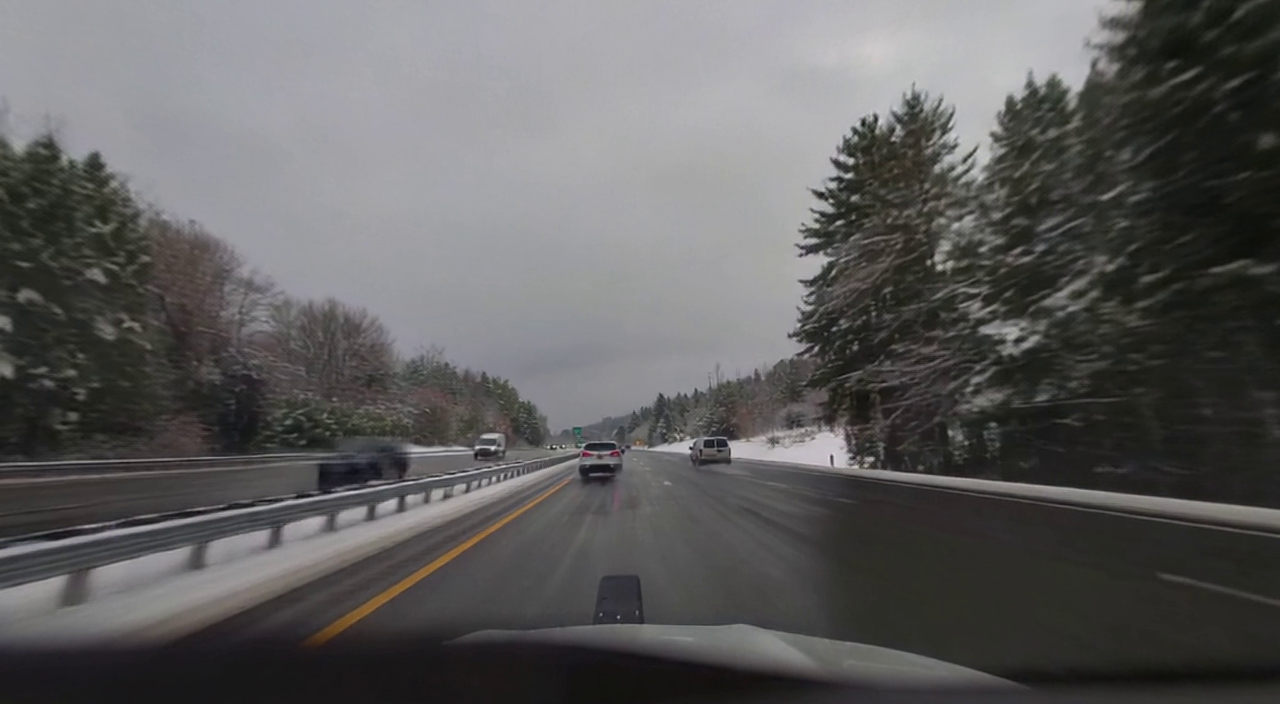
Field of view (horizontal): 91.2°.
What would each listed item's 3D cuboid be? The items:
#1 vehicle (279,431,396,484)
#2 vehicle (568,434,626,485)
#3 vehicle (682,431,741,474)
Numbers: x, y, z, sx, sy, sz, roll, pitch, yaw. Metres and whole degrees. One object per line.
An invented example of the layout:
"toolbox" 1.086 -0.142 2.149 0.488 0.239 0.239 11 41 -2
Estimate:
"vehicle" -10.050 3.552 21.264 1.913 1.603 4.233 0 -9 -1
"vehicle" -1.507 4.011 23.584 1.963 1.711 4.284 0 -9 -1
"vehicle" 3.394 4.921 30.764 2.179 1.930 4.538 0 -9 -2
